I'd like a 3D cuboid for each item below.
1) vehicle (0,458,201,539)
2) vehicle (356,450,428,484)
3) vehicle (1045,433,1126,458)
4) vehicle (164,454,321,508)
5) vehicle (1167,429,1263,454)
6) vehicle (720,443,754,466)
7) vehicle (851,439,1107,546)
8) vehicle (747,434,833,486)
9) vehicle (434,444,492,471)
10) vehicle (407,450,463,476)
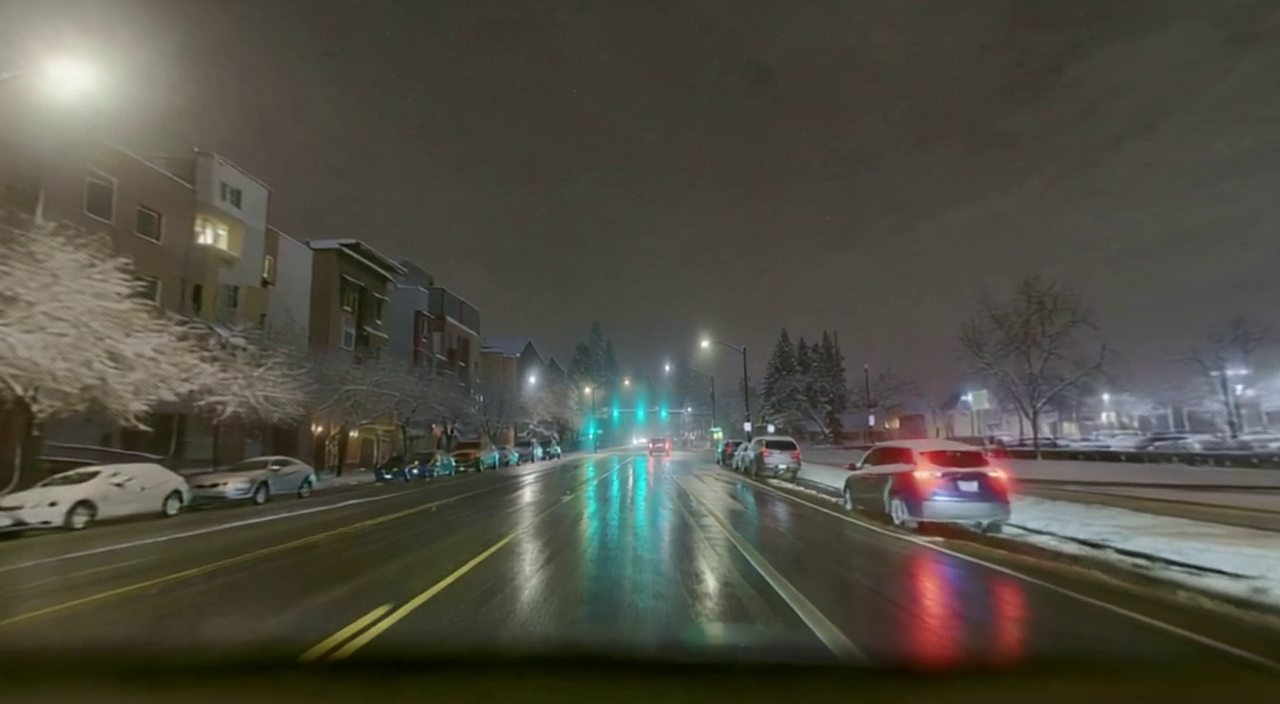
[{"bbox_3d":[-12.680,3.193,14.458,1.779,1.433,4.633,0,-8,2],"label":"vehicle"},{"bbox_3d":[-12.218,5.656,31.384,1.926,1.499,3.869,0,-8,1],"label":"vehicle"},{"bbox_3d":[28.499,6.009,40.597,1.790,1.460,4.515,0,-8,-2],"label":"vehicle"},{"bbox_3d":[-12.579,4.083,20.440,1.889,1.461,4.608,0,-8,3],"label":"vehicle"},{"bbox_3d":[36.708,5.754,40.490,1.780,1.479,4.556,0,-8,-1],"label":"vehicle"},{"bbox_3d":[6.773,7.192,44.602,1.947,1.487,4.549,0,-8,3],"label":"vehicle"},{"bbox_3d":[5.459,2.282,10.998,2.085,1.466,4.276,0,-8,0],"label":"vehicle"},{"bbox_3d":[5.677,4.167,24.774,2.102,1.781,5.470,0,-8,1],"label":"vehicle"},{"bbox_3d":[-12.351,7.373,44.560,2.290,1.799,5.801,0,-8,2],"label":"vehicle"},{"bbox_3d":[-12.245,6.638,38.032,1.723,1.418,4.359,0,-8,2],"label":"vehicle"}]
